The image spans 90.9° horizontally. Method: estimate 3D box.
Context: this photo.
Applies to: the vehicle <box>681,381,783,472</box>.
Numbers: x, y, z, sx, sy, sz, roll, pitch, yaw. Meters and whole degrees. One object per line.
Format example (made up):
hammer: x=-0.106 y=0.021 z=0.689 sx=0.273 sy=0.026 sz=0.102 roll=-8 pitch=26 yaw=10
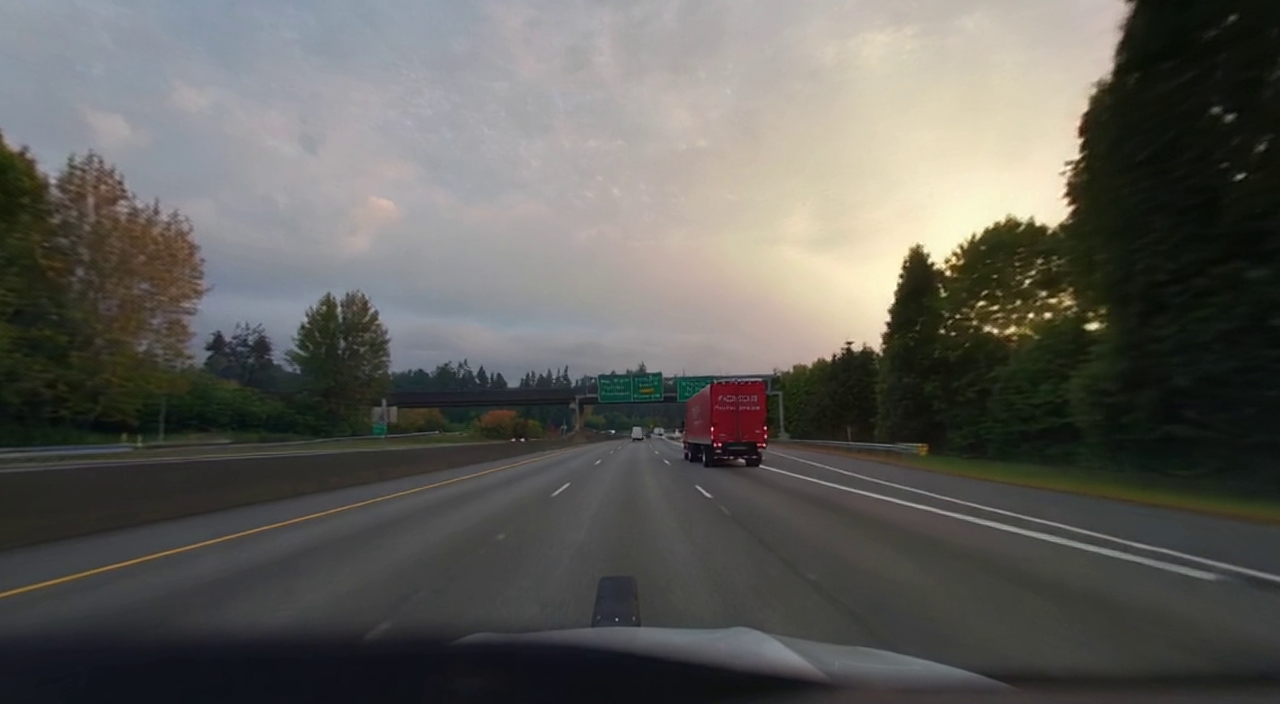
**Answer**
vehicle: x=3.799 y=3.525 z=29.154 sx=2.849 sy=3.391 sz=11.018 roll=0 pitch=-8 yaw=-1
